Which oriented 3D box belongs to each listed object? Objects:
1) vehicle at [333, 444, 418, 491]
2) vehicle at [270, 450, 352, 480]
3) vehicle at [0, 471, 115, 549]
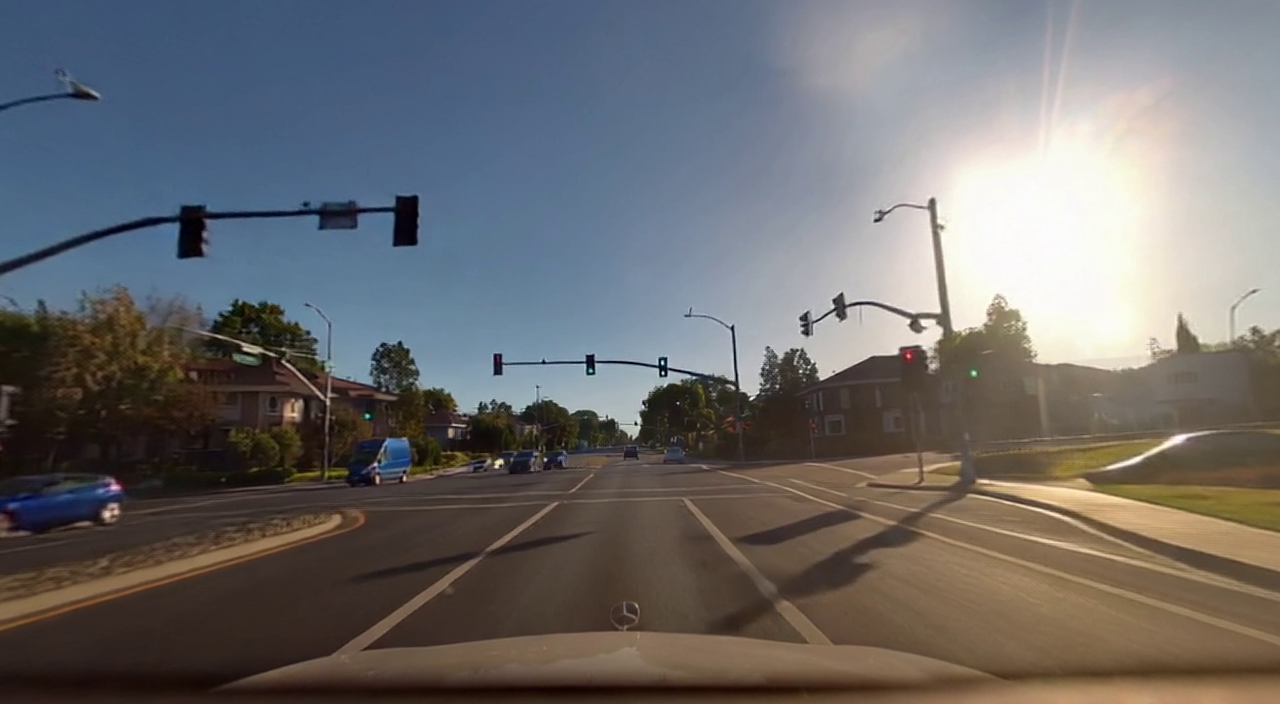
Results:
[{"bbox_3d":[-13.830,6.030,33.435,2.346,2.217,5.290,0,-9,-2],"label":"vehicle"},{"bbox_3d":[-21.298,7.310,41.040,4.323,1.678,1.890,-2,-7,-2],"label":"vehicle"},{"bbox_3d":[-14.038,3.385,13.575,1.888,1.470,4.282,0,-9,-1],"label":"vehicle"}]
